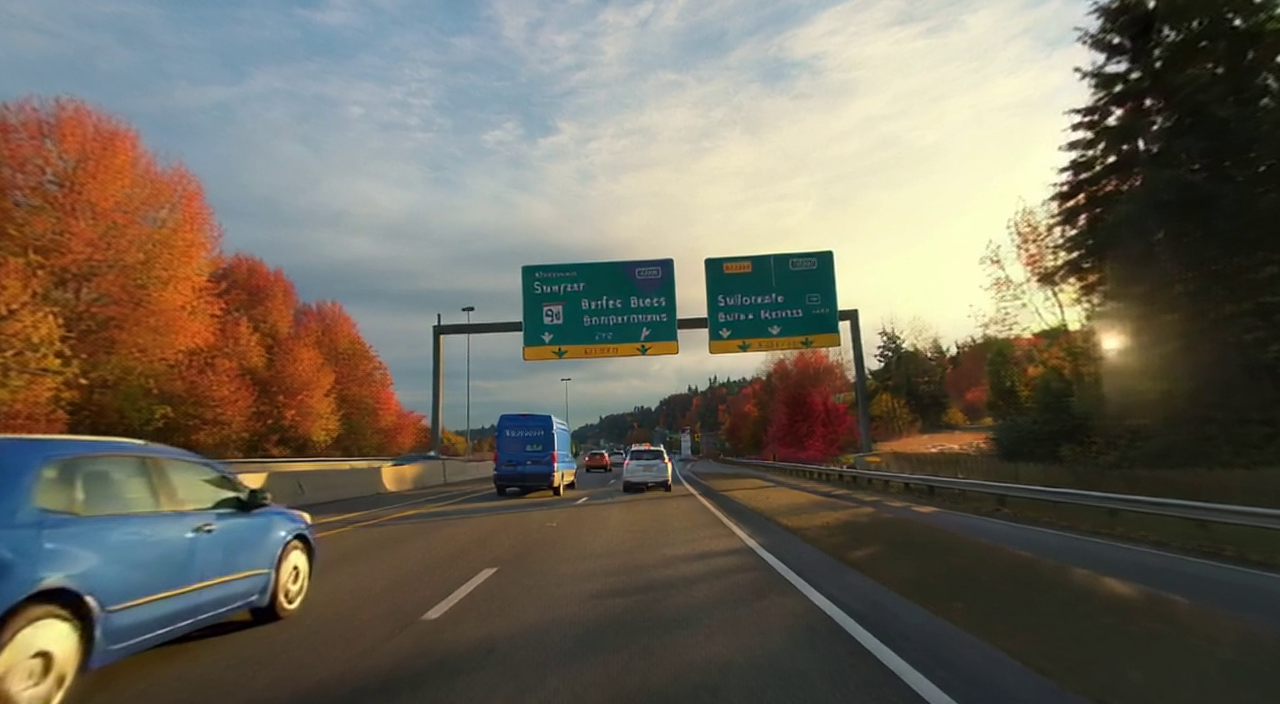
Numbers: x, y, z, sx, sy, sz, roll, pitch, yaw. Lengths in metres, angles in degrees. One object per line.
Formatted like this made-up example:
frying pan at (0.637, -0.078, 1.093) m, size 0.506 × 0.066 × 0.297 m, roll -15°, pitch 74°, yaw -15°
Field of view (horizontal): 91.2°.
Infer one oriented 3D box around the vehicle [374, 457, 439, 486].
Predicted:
vehicle at (-13.863, 7.095, 37.505) m, size 1.980 × 1.542 × 4.644 m, roll 0°, pitch -9°, yaw 2°

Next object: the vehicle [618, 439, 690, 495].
vehicle at (0.476, 3.857, 21.303) m, size 2.195 × 1.679 × 4.070 m, roll 0°, pitch -9°, yaw 1°

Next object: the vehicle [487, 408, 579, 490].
vehicle at (-3.797, 3.645, 23.572) m, size 2.275 × 2.692 × 5.810 m, roll -1°, pitch -9°, yaw 2°

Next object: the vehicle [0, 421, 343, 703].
vehicle at (-3.780, 1.224, 3.795) m, size 1.977 × 1.485 × 3.973 m, roll 0°, pitch -9°, yaw 0°

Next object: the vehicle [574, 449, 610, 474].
vehicle at (-3.109, 7.233, 41.556) m, size 2.015 × 1.496 × 4.312 m, roll 0°, pitch -9°, yaw 1°
